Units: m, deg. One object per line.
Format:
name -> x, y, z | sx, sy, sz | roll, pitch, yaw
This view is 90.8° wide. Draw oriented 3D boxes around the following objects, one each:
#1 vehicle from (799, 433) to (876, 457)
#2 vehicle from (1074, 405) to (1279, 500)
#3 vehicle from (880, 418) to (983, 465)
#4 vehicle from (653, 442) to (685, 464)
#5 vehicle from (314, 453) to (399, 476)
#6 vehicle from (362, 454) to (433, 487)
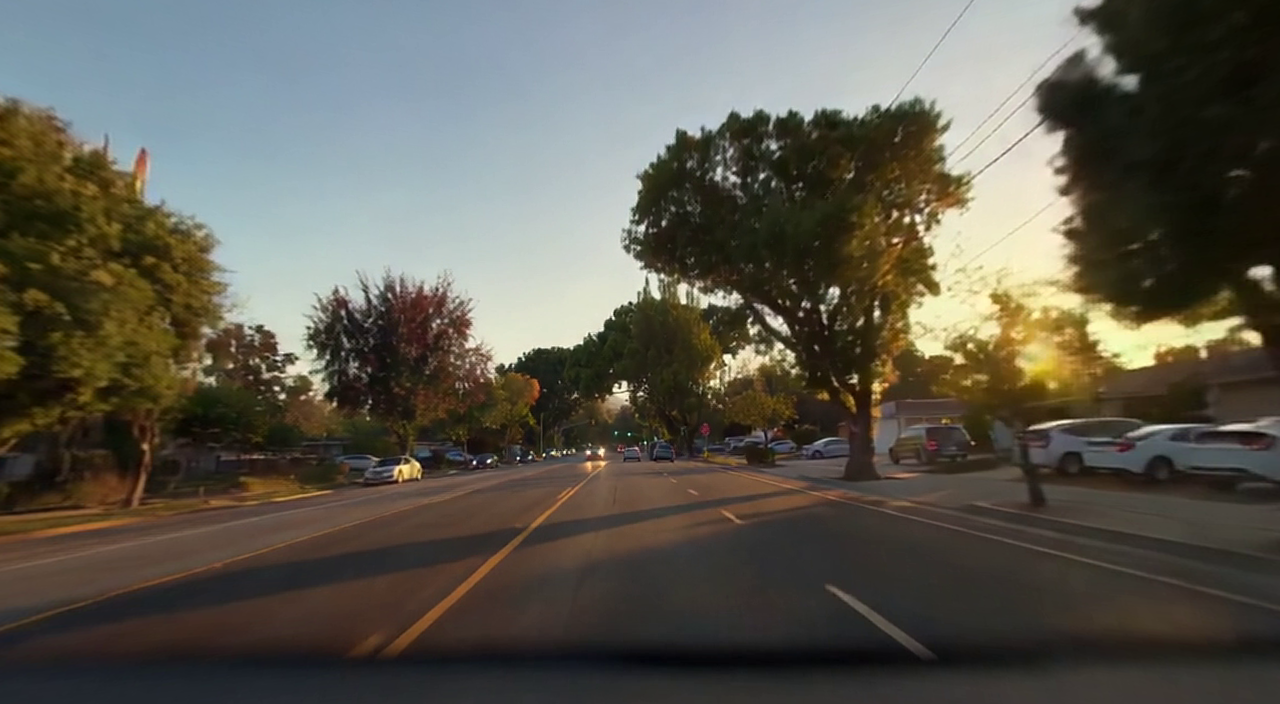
vehicle -> 12.426, 5.882, 39.907 | 4.237, 1.476, 1.743 | 0, -8, 0
vehicle -> 10.854, 1.881, 12.042 | 1.847, 1.455, 4.650 | 0, -8, 0
vehicle -> 11.714, 3.678, 25.822 | 2.044, 1.716, 4.637 | -1, -8, 1
vehicle -> 2.151, 7.640, 47.749 | 1.983, 1.557, 4.078 | 0, -8, -3
vehicle -> -19.761, 7.826, 44.181 | 4.909, 1.495, 2.211 | 0, -8, -5
vehicle -> -11.937, 5.829, 31.428 | 1.851, 1.459, 4.295 | 0, -8, -1
